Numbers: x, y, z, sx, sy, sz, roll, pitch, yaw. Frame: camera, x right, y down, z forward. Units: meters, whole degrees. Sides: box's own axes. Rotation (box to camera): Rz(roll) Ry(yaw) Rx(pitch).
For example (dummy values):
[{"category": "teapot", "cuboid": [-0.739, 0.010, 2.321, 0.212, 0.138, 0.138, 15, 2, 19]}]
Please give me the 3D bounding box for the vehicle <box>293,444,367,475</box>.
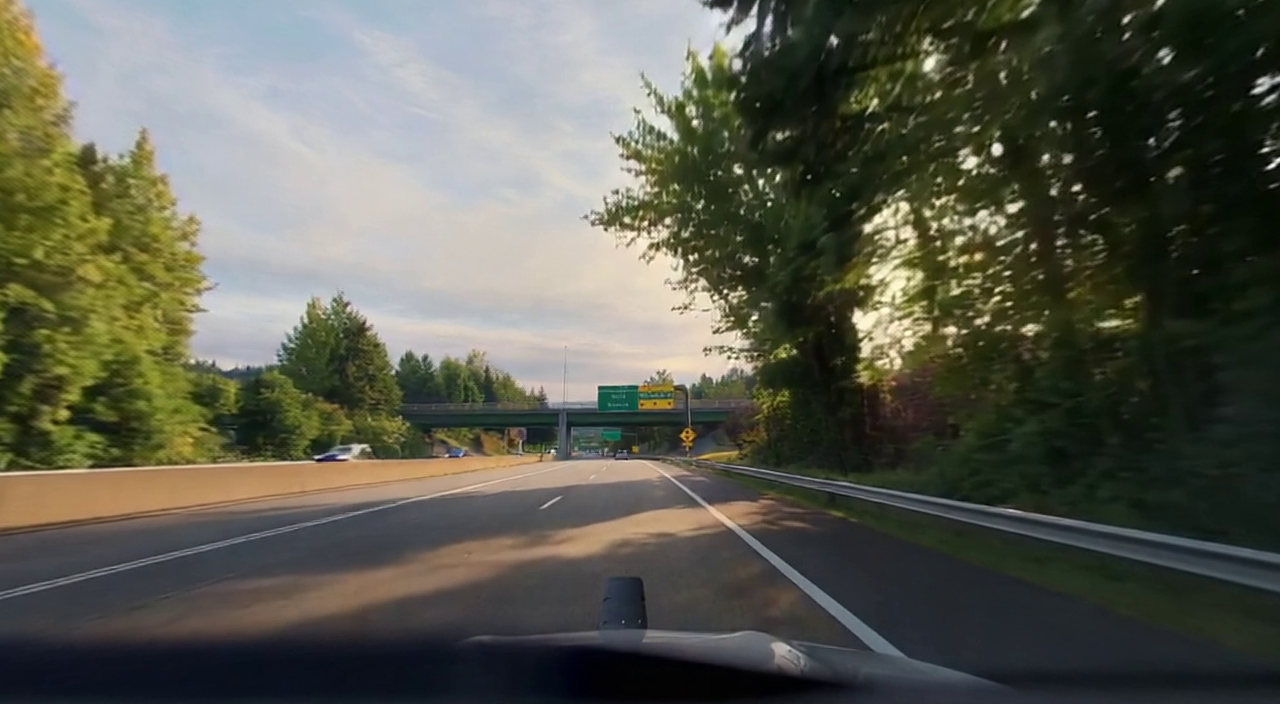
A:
[{"category": "vehicle", "cuboid": [-15.599, 5.411, 31.912, 1.840, 1.465, 3.721, 0, -9, -1]}]
